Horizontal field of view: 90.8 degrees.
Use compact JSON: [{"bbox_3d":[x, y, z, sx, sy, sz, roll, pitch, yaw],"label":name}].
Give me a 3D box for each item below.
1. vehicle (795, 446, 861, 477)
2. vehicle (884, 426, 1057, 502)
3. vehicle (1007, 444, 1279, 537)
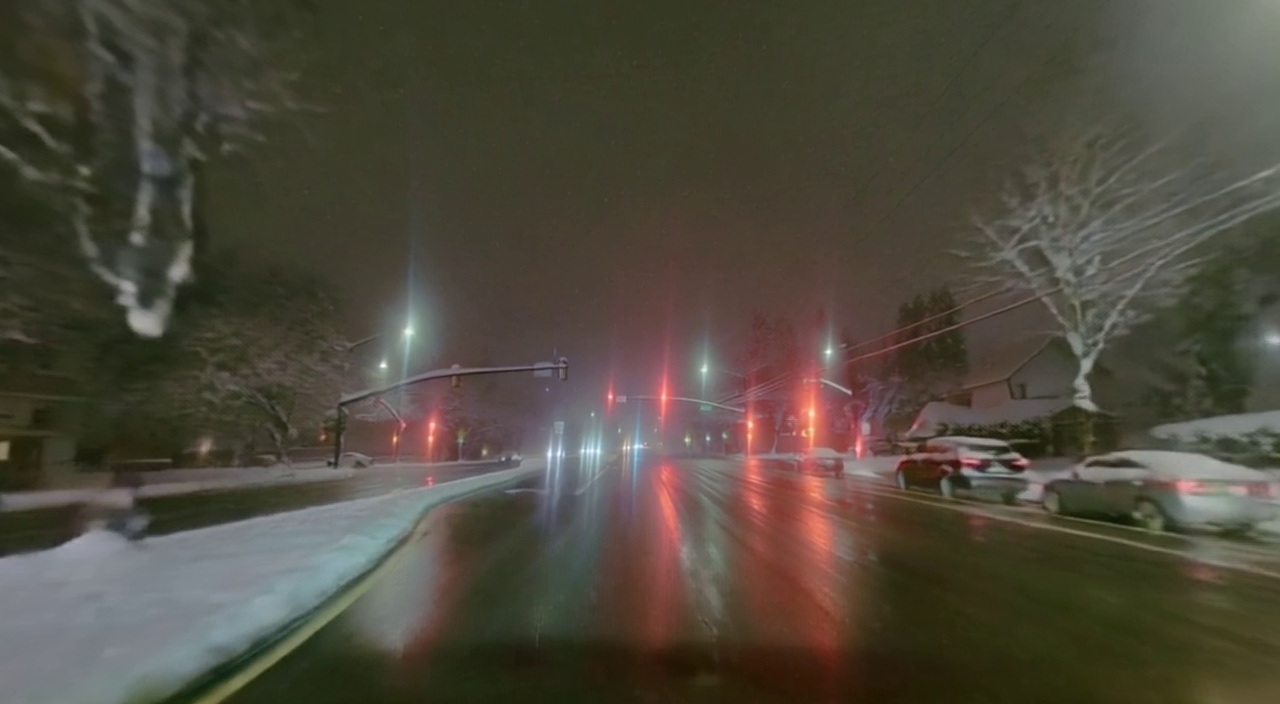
[{"bbox_3d":[9.823,5.733,33.494,1.918,1.483,4.813,0,-8,-1],"label":"vehicle"},{"bbox_3d":[9.812,3.357,19.479,2.245,1.983,5.433,0,-8,-2],"label":"vehicle"},{"bbox_3d":[9.772,2.613,12.706,1.931,1.473,4.742,0,-8,0],"label":"vehicle"}]
